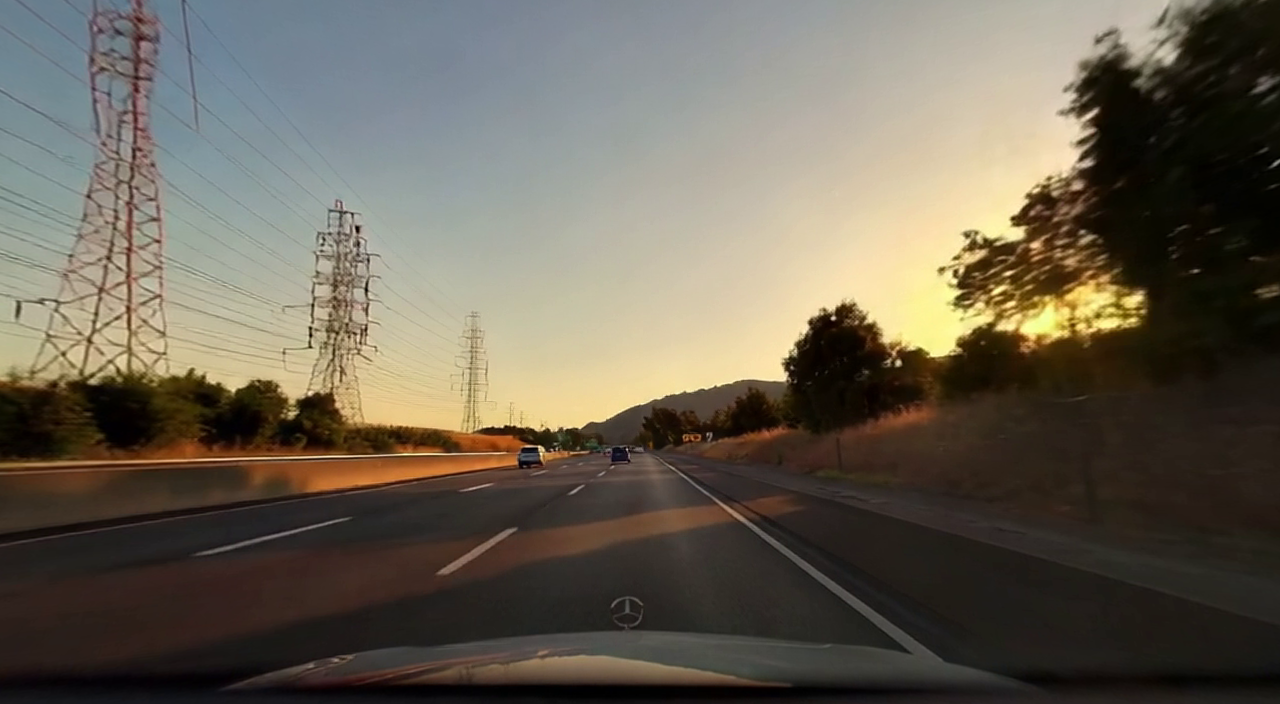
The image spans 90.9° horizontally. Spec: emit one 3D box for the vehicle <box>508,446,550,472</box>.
[{"bbox_3d":[-6.878,6.673,39.451,1.911,1.491,3.624,0,-9,2],"label":"vehicle"}]

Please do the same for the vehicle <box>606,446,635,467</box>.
[{"bbox_3d":[-1.418,7.791,47.047,1.968,1.462,3.937,0,-9,1],"label":"vehicle"}]
